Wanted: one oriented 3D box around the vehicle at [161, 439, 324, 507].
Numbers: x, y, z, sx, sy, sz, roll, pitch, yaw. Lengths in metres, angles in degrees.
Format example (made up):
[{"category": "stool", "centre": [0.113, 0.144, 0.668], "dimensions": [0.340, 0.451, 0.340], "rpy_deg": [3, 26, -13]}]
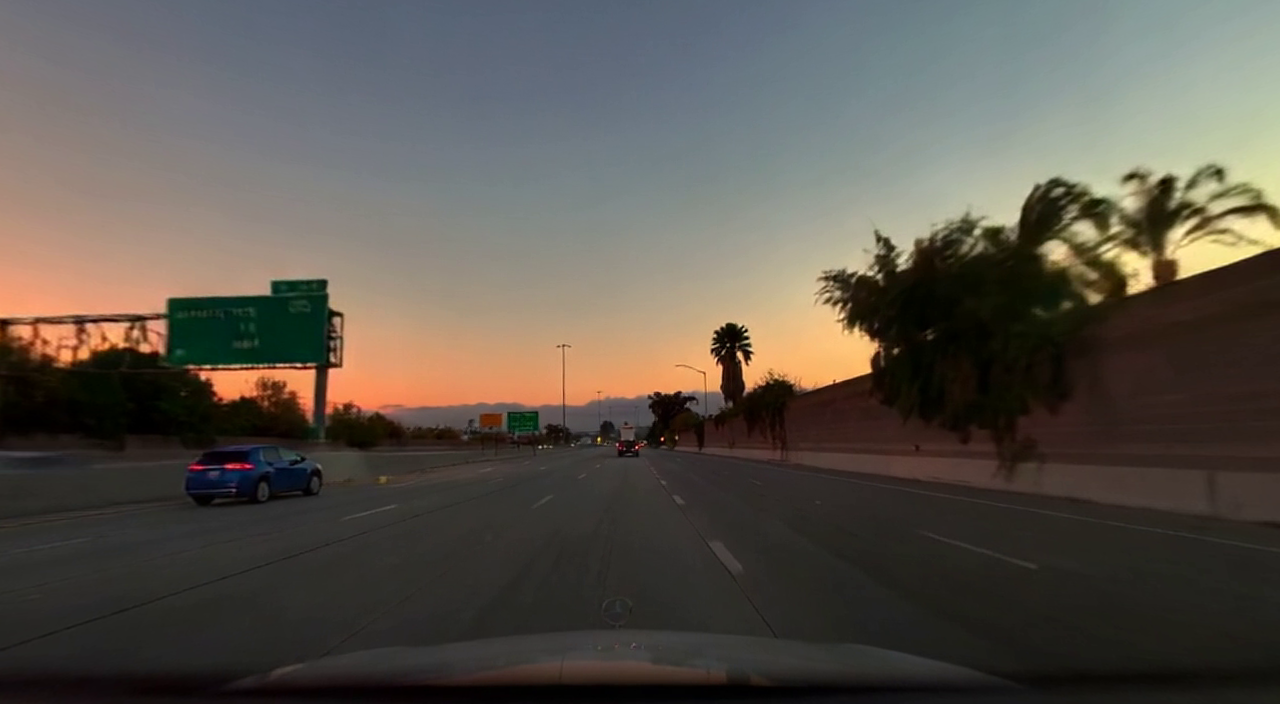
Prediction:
[{"category": "vehicle", "centre": [-10.880, 3.315, 17.726], "dimensions": [1.897, 1.653, 4.113], "rpy_deg": [0, -9, -1]}]
